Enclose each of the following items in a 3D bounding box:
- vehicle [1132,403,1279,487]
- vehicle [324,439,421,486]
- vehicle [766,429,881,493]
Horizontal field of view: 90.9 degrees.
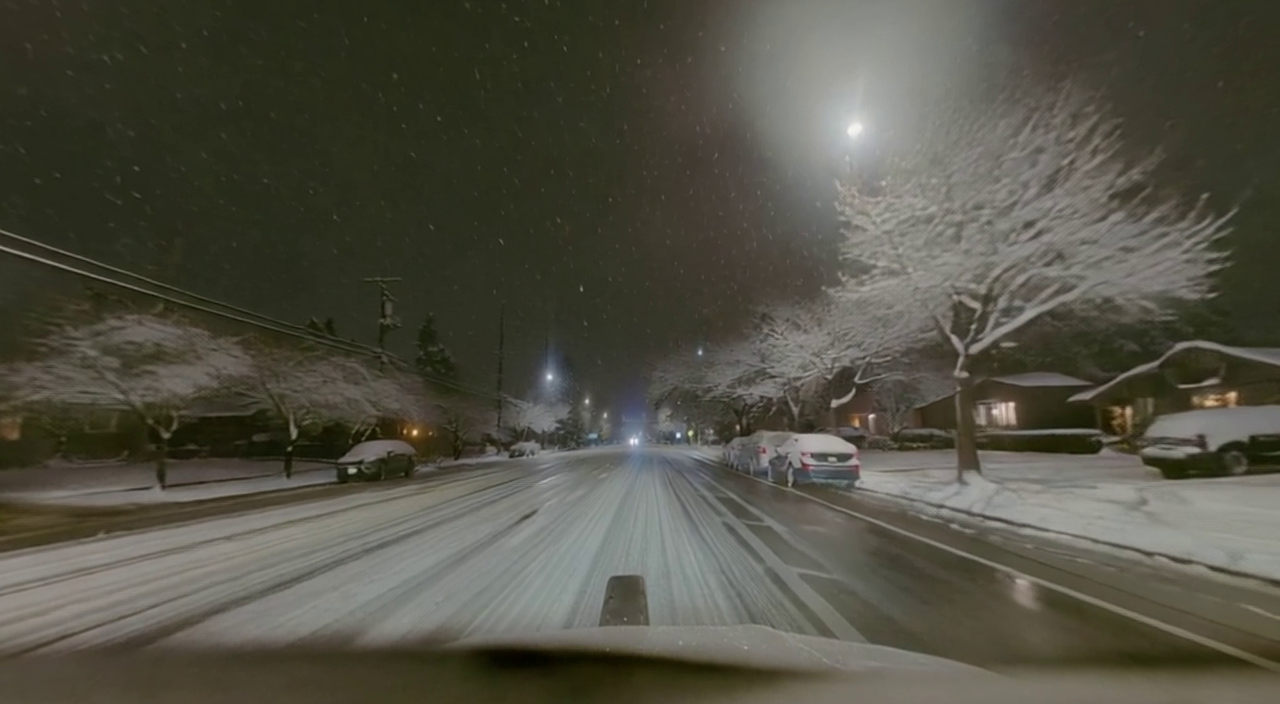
[{"bbox_3d":[14.118,2.007,13.757,4.902,1.667,2.162,0,-8,0],"label":"vehicle"},{"bbox_3d":[-11.529,4.762,27.603,2.054,1.704,4.710,-3,-7,3],"label":"vehicle"},{"bbox_3d":[5.161,3.129,18.576,1.885,1.603,5.235,0,-8,1],"label":"vehicle"}]
